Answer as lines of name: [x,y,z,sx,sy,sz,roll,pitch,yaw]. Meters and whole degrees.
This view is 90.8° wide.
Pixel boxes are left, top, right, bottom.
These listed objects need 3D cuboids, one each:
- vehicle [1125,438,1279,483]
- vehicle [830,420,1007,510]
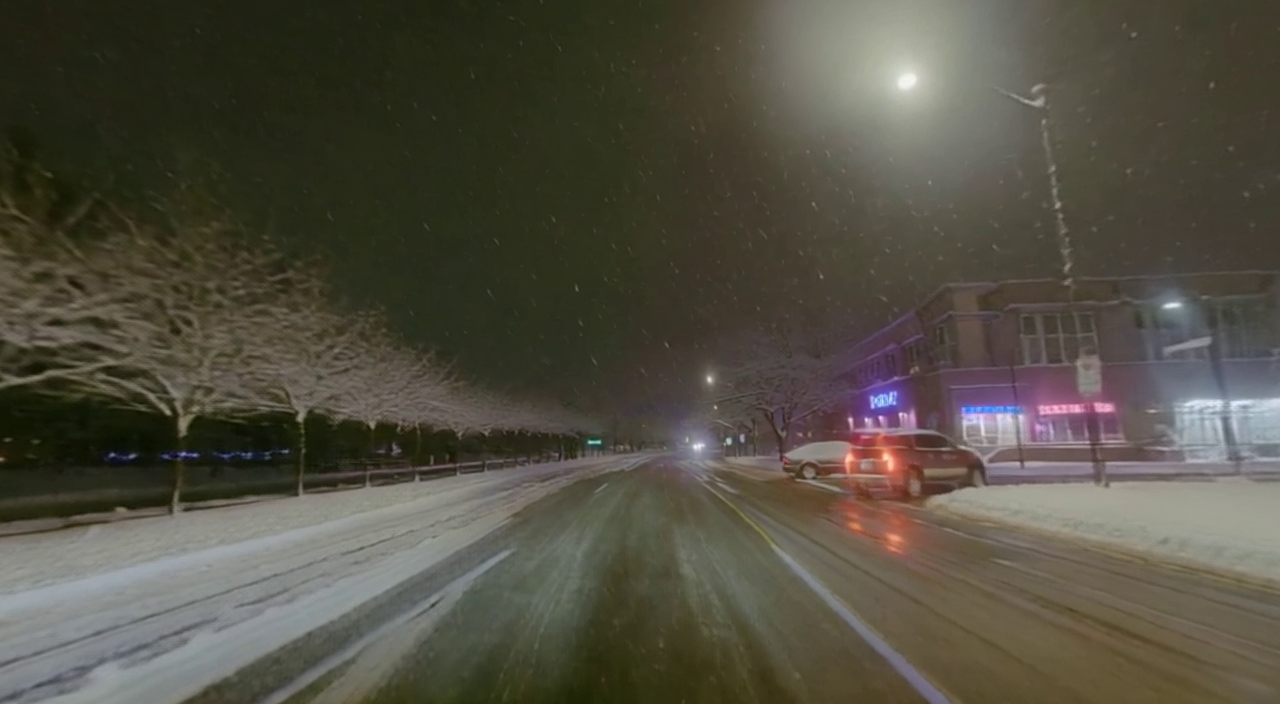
vehicle: [19.907,3.709,21.710,4.698,1.465,1.914,-1,-9,6]
vehicle: [7.560,2.935,16.886,5.157,1.991,2.477,8,-12,-44]
